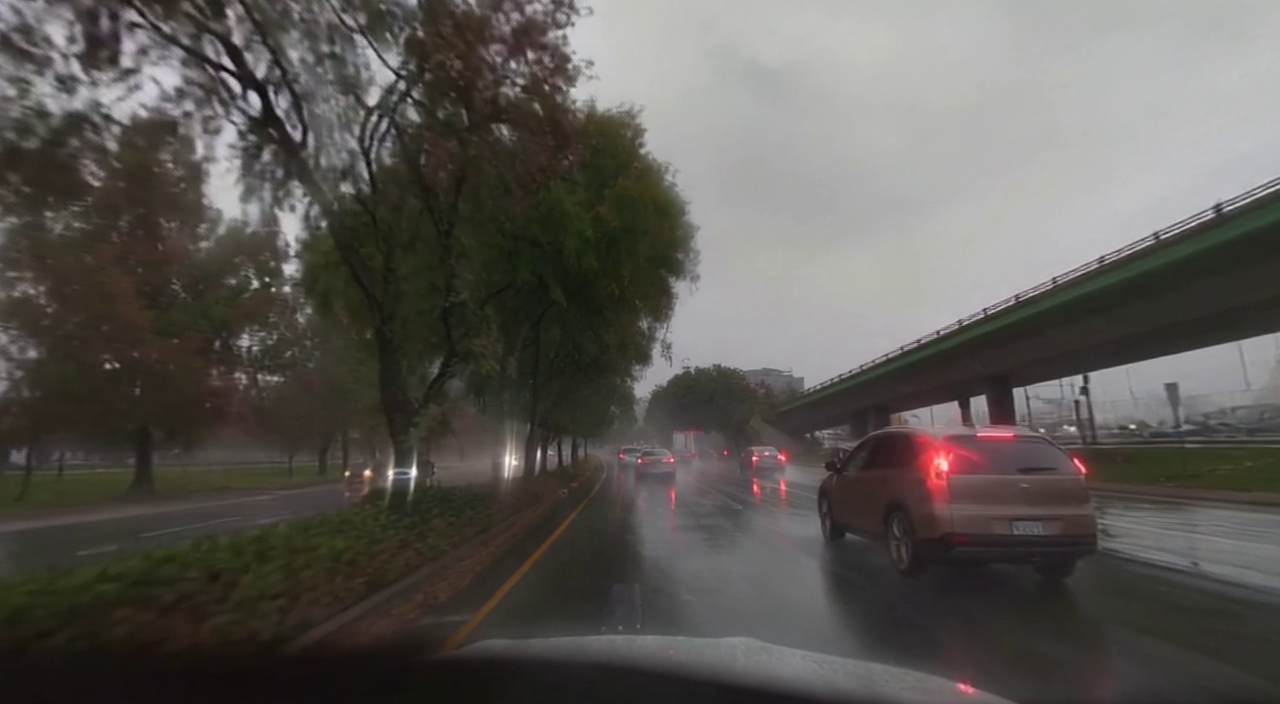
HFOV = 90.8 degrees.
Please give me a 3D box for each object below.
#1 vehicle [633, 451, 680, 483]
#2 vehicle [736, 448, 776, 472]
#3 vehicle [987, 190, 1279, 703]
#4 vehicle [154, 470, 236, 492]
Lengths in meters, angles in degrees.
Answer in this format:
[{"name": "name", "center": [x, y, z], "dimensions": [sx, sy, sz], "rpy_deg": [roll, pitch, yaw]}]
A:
[{"name": "vehicle", "center": [0.716, 5.248, 29.066], "dimensions": [2.027, 1.341, 3.775], "rpy_deg": [0, -9, 0]}, {"name": "vehicle", "center": [7.672, 7.184, 42.130], "dimensions": [1.890, 1.478, 4.093], "rpy_deg": [0, -9, 0]}, {"name": "vehicle", "center": [3.488, 0.500, 1.401], "dimensions": [2.588, 2.321, 4.927], "rpy_deg": [0, -9, 0]}, {"name": "vehicle", "center": [-32.219, 9.328, 45.819], "dimensions": [4.407, 1.431, 2.025], "rpy_deg": [-1, -8, 2]}]
